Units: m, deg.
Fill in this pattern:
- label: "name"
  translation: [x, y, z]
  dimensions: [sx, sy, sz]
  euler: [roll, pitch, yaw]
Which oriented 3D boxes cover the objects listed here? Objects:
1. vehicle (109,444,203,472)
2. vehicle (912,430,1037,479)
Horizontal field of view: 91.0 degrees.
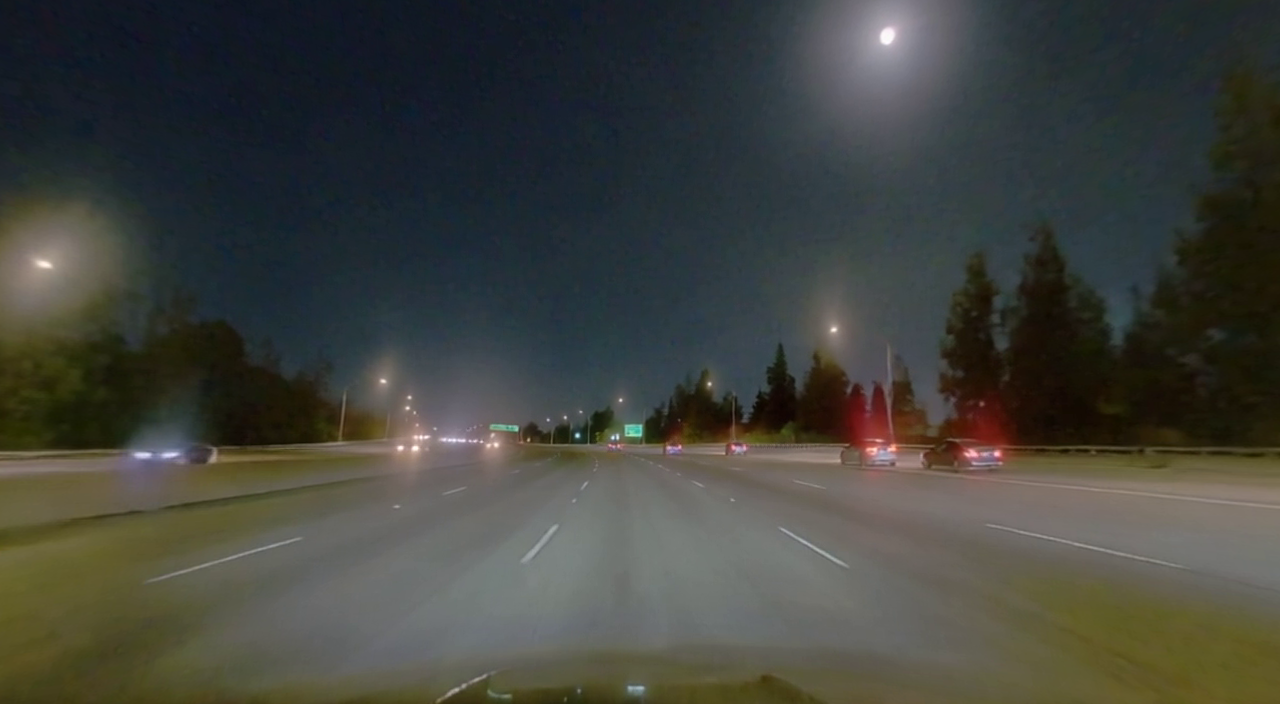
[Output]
- label: "vehicle"
  translation: [-28.303, 6.166, 37.061]
  dimensions: [1.860, 1.520, 4.746]
  euler: [0, -8, -2]
- label: "vehicle"
  translation: [13.696, 4.218, 26.290]
  dimensions: [2.107, 1.803, 5.385]
  euler: [1, -8, -2]
